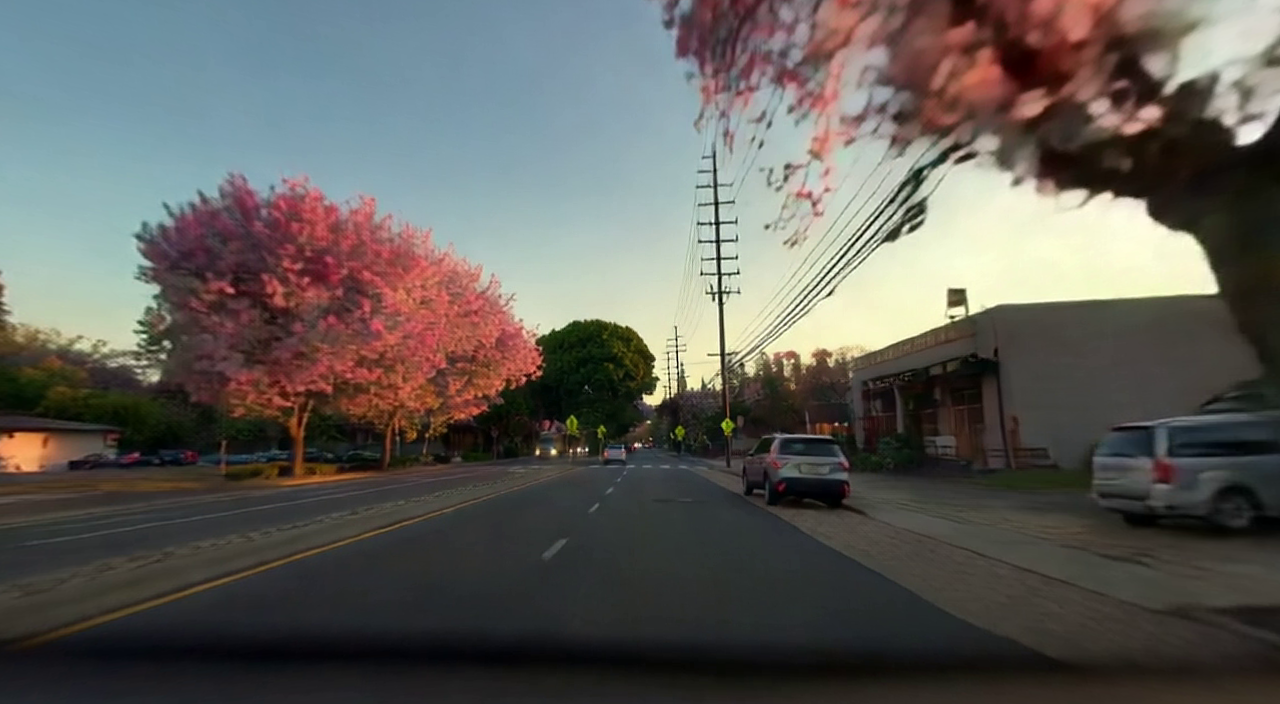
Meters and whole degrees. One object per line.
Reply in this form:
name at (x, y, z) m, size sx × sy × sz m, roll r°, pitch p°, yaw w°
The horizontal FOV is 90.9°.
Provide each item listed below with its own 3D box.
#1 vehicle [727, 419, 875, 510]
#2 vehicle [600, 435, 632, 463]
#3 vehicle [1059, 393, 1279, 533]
vehicle at (3.826, 2.815, 16.360) m, size 2.280 × 1.904 × 5.779 m, roll 0°, pitch -8°, yaw -1°
vehicle at (-1.786, 7.326, 47.764) m, size 2.202 × 1.961 × 4.980 m, roll 0°, pitch -8°, yaw 0°
vehicle at (9.567, 1.631, 9.498) m, size 4.818 × 1.847 × 2.257 m, roll 0°, pitch -8°, yaw 3°
